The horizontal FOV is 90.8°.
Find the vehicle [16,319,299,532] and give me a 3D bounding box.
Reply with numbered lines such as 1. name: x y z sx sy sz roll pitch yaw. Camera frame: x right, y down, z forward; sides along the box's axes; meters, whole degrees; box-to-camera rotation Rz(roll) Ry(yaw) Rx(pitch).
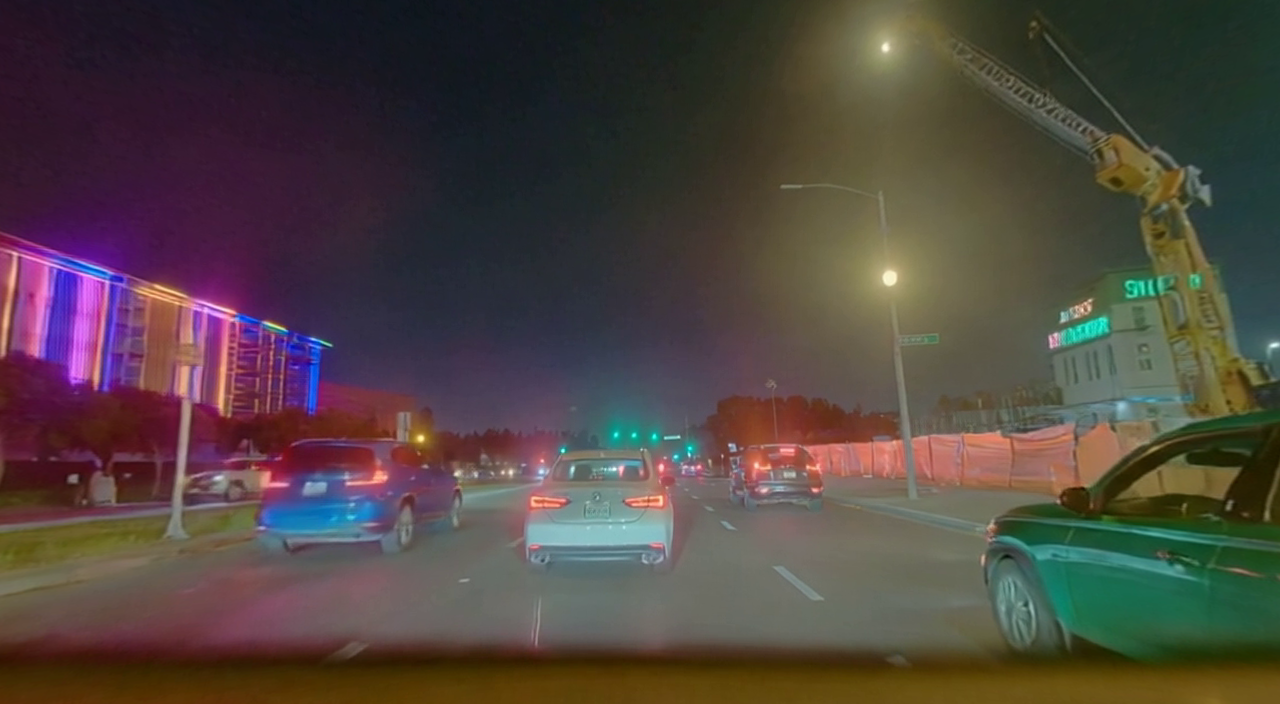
1. vehicle: -9.109 1.476 12.457 2.592 3.548 3.414 -2 -9 3

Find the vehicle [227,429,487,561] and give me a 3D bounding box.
1. vehicle: -4.216 2.190 10.432 2.201 1.691 4.305 0 -9 1

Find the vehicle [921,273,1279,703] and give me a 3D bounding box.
1. vehicle: 3.409 0.742 2.546 2.182 1.954 5.341 0 -9 2

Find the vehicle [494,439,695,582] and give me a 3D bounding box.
1. vehicle: -0.447 2.000 8.857 2.131 1.496 4.193 0 -9 1

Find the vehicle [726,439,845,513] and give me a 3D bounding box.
1. vehicle: 3.937 3.440 18.152 2.185 1.797 4.934 0 -9 -1
